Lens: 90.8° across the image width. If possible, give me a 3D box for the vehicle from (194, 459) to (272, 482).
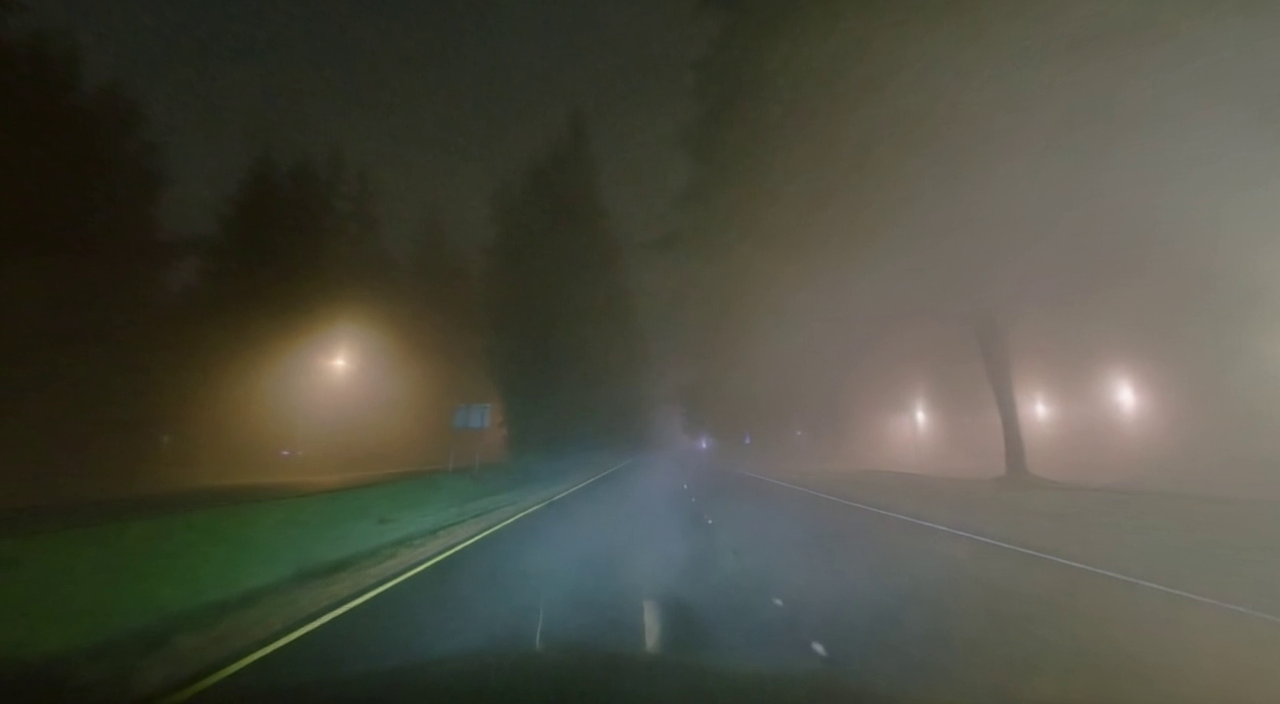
[{"bbox_3d":[-31.134,9.078,48.390,4.606,1.606,2.045,-1,-8,2],"label":"vehicle"}]
